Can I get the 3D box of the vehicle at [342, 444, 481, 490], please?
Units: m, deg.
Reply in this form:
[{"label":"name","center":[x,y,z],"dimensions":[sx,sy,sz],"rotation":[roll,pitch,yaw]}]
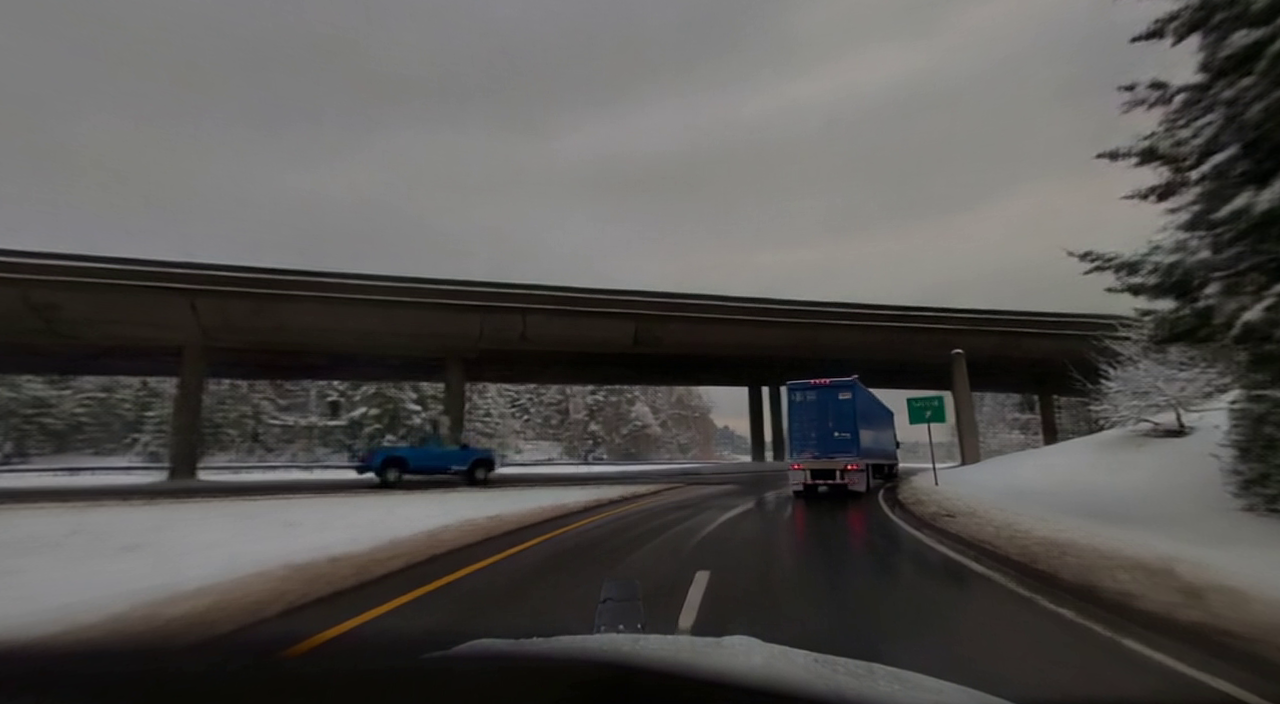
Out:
[{"label":"vehicle","center":[-7.869,3.951,21.924],"dimensions":[1.940,1.444,4.024],"rotation":[-9,-13,44]}]
